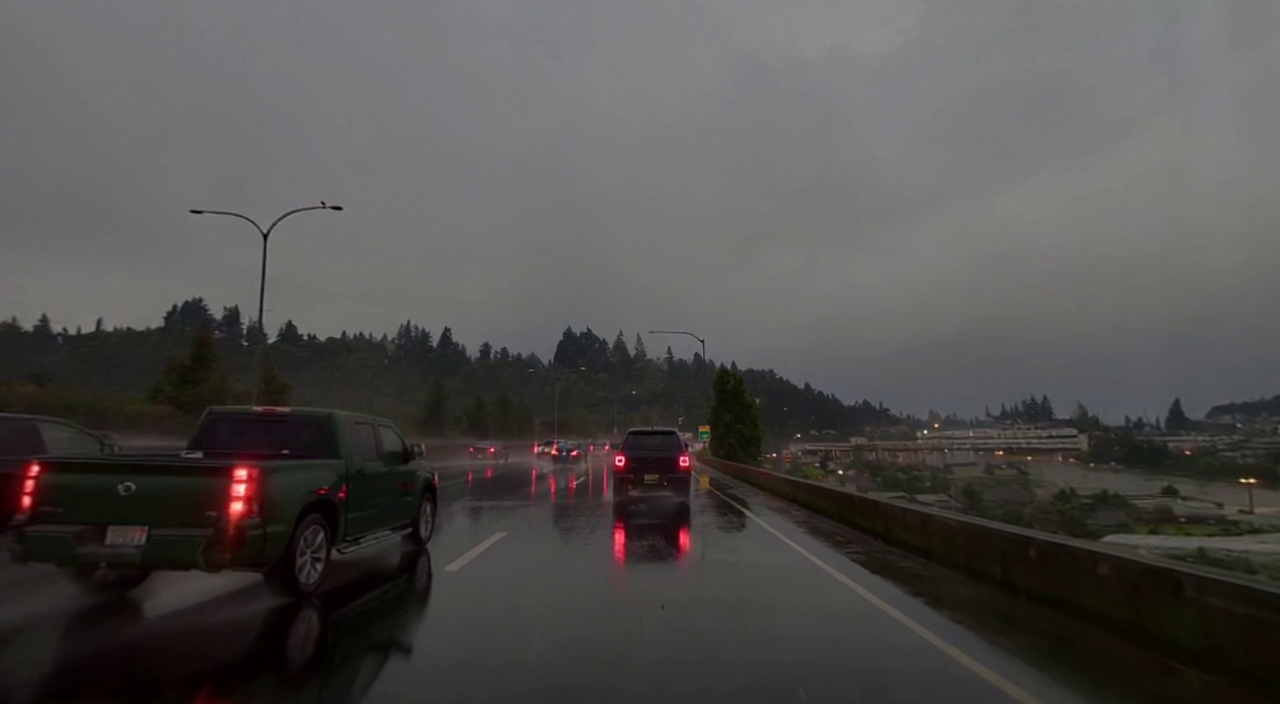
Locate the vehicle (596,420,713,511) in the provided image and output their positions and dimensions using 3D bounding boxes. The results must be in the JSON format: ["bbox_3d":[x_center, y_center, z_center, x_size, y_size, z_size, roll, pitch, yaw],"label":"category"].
[{"bbox_3d":[0.337,2.522,14.424,2.235,1.716,4.435,0,-9,2],"label":"vehicle"}]

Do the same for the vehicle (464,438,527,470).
[{"bbox_3d":[-7.025,5.011,31.142,1.856,1.459,4.251,-1,-9,4],"label":"vehicle"}]

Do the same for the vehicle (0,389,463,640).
[{"bbox_3d":[-3.612,1.432,6.556,2.076,1.688,4.334,-1,-9,3],"label":"vehicle"}]

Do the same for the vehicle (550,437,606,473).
[{"bbox_3d":[-2.742,4.648,28.703,1.868,1.470,4.105,-1,-9,4],"label":"vehicle"}]
